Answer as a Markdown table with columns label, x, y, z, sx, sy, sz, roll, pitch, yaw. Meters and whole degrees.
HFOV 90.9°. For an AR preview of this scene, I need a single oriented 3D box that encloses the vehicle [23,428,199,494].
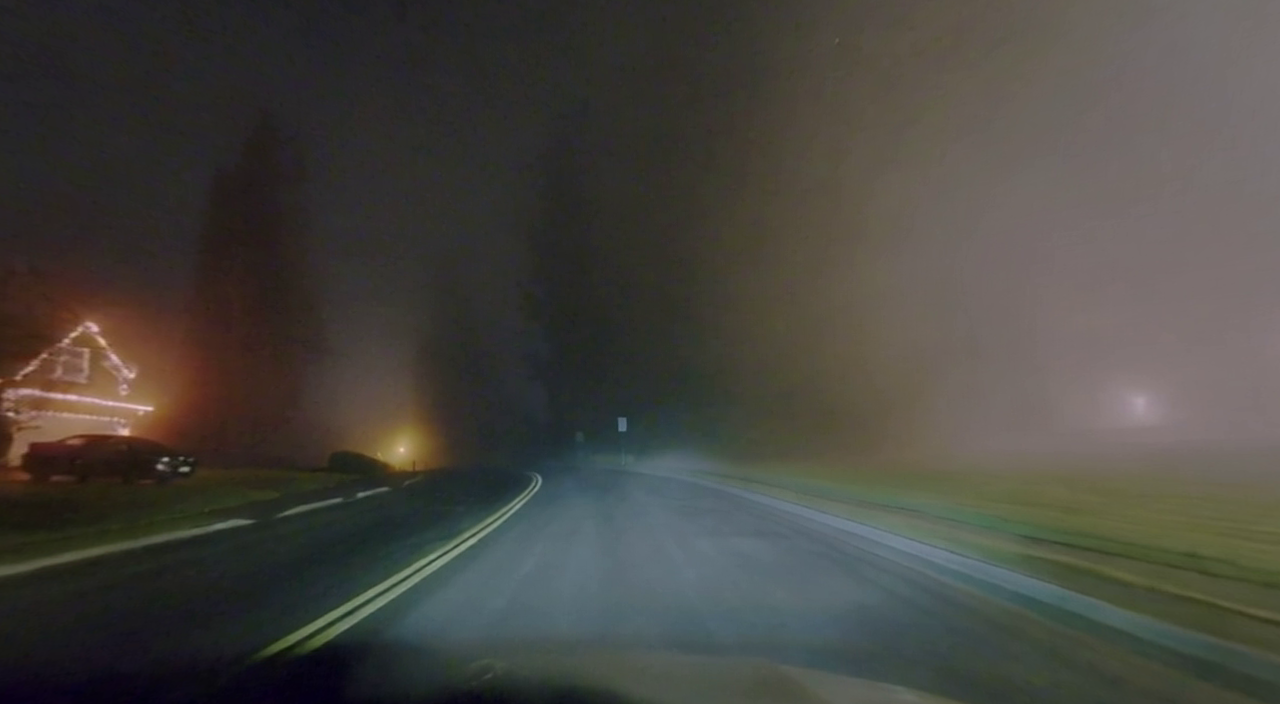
| label | x | y | z | sx | sy | sz | roll | pitch | yaw |
| --- | --- | --- | --- | --- | --- | --- | --- | --- | --- |
| vehicle | -16.621 | 3.384 | 19.851 | 4.562 | 1.857 | 2.129 | -3 | -9 | 21 |
